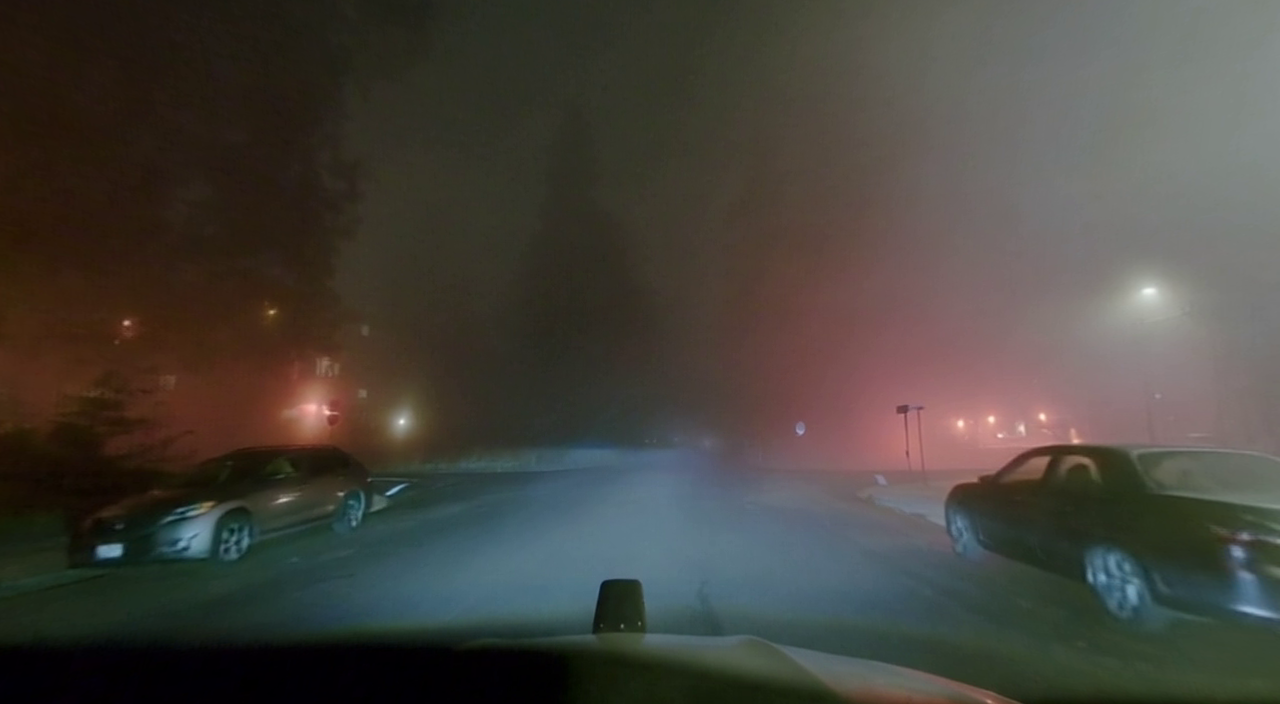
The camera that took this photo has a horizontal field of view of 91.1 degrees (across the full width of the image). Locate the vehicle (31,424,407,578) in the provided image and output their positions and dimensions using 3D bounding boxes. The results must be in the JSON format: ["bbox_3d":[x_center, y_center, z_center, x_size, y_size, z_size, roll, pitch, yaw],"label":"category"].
[{"bbox_3d":[-5.365,1.999,9.029,1.943,1.433,4.717,-6,-11,4],"label":"vehicle"}]

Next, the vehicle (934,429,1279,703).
[{"bbox_3d":[4.434,1.408,5.306,1.931,1.395,4.793,1,-8,5],"label":"vehicle"}]
